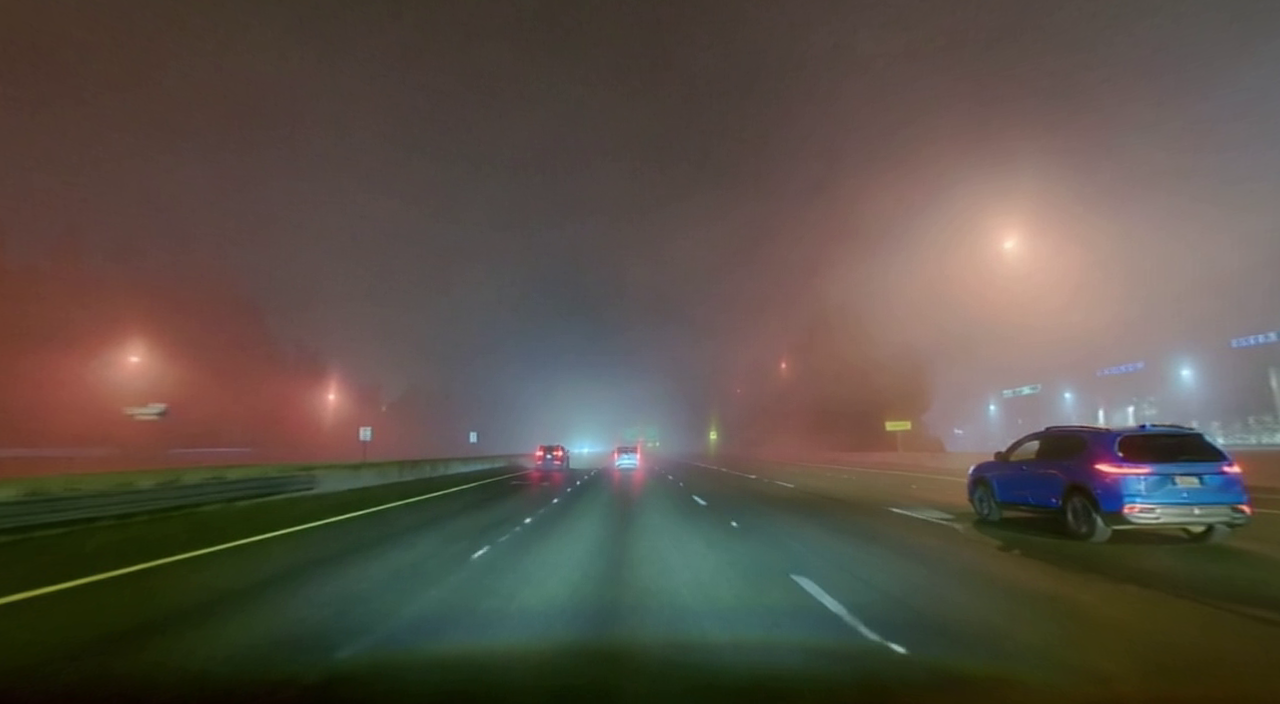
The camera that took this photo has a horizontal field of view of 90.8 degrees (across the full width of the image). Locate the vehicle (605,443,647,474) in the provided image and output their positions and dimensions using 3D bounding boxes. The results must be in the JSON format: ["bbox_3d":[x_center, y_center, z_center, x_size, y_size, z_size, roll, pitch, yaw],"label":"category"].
[{"bbox_3d":[-0.745,5.442,32.464,1.997,1.485,4.094,0,-9,-2],"label":"vehicle"}]

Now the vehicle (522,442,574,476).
[{"bbox_3d":[-4.358,5.130,30.578,1.886,1.465,4.625,0,-9,0],"label":"vehicle"}]

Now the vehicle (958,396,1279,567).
[{"bbox_3d":[6.955,1.731,9.185,2.028,1.801,4.741,0,-9,-2],"label":"vehicle"}]
